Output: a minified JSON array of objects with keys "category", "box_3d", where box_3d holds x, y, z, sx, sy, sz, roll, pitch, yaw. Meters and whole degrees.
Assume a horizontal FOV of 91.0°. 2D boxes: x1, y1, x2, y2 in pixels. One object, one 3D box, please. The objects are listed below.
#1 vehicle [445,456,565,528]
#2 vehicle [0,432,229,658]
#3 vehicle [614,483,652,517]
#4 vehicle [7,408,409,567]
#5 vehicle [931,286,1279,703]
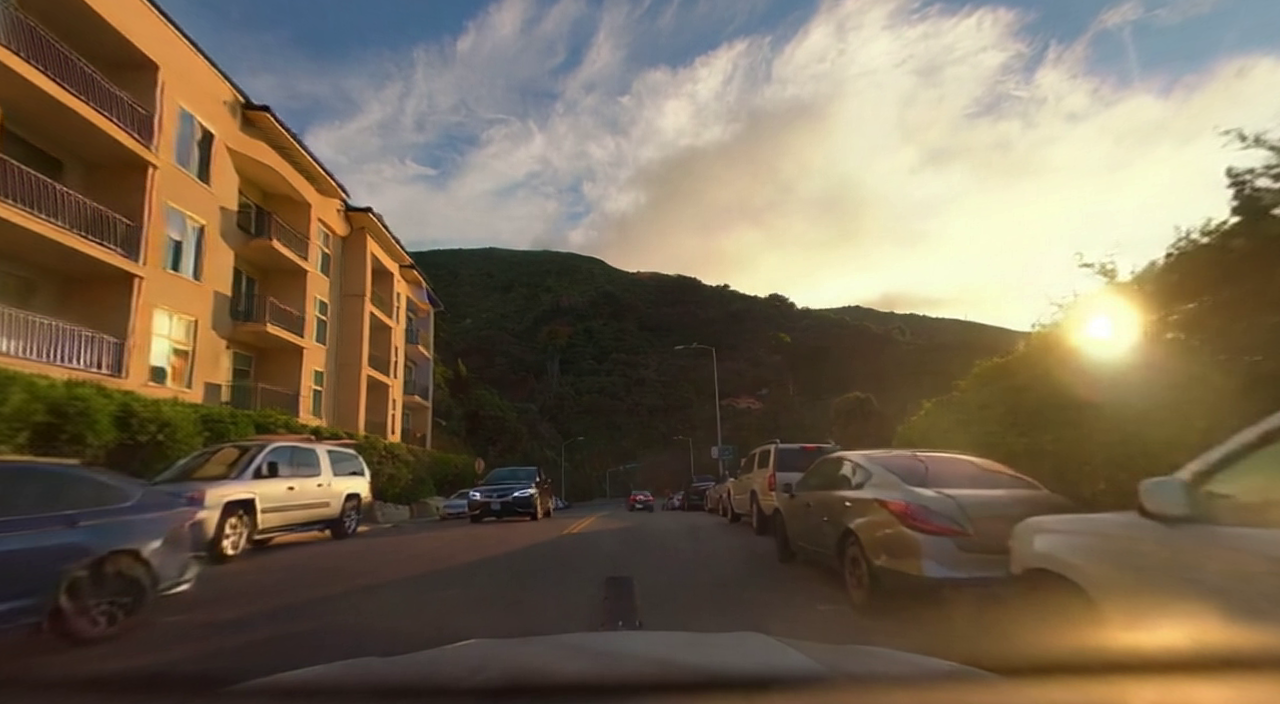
[{"category":"vehicle","box_3d":[-3.402,3.770,16.939,2.102,1.621,4.627,0,-13,1]},{"category":"vehicle","box_3d":[-5.350,1.221,3.804,1.856,1.474,4.522,-3,-9,18]},{"category":"vehicle","box_3d":[-0.487,9.118,38.937,2.201,1.731,3.854,0,-9,-2]},{"category":"vehicle","box_3d":[-6.428,2.238,10.812,2.692,1.949,5.948,0,-11,-1]},{"category":"vehicle","box_3d":[2.796,0.686,1.349,2.072,1.830,4.744,0,-9,0]}]
